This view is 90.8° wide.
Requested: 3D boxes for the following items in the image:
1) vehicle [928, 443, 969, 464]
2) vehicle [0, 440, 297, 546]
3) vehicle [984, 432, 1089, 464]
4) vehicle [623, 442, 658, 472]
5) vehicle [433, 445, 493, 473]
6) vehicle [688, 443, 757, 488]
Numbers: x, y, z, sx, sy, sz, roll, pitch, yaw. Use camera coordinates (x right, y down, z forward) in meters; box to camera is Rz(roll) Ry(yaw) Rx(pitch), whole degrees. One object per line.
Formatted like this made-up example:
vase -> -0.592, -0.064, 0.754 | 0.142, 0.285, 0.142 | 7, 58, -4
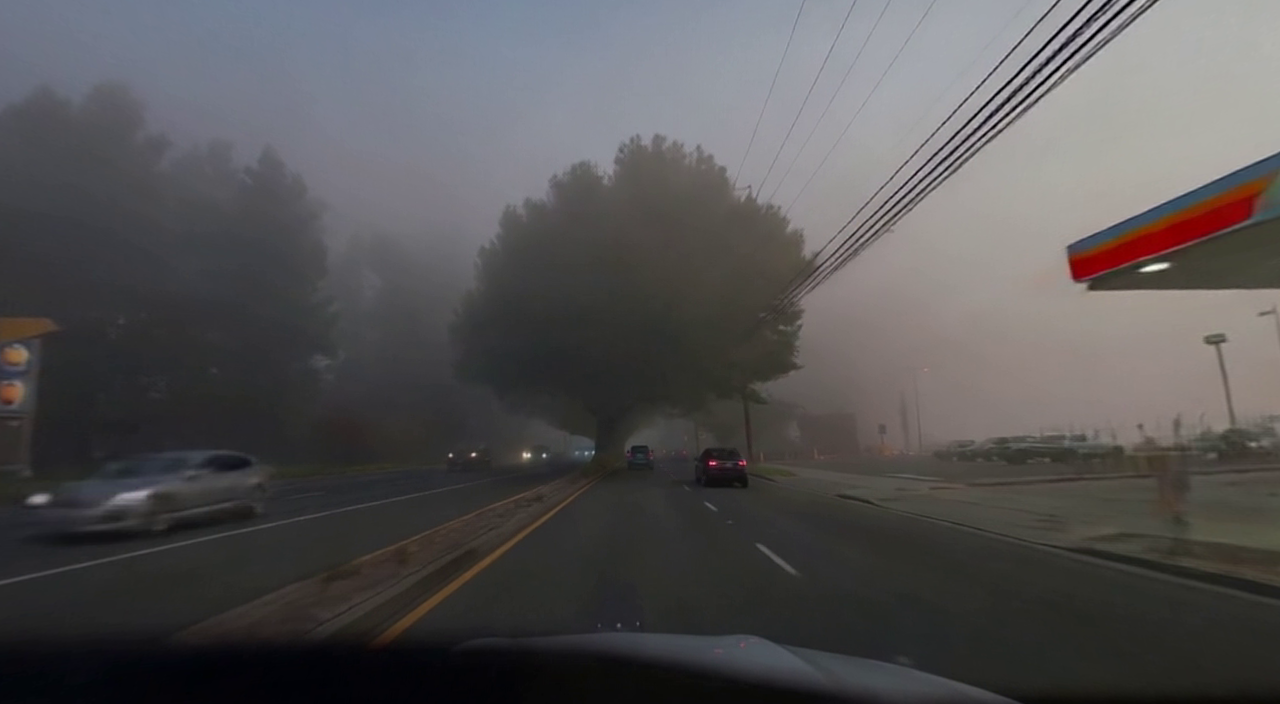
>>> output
vehicle -> 24.417, 7.954, 49.848 | 2.071, 1.528, 4.644 | -6, -10, 35
vehicle -> -8.400, 2.350, 11.308 | 1.953, 1.470, 4.522 | -1, -8, 0
vehicle -> 23.082, 5.600, 36.979 | 2.187, 1.757, 4.663 | 3, -9, -22
vehicle -> -0.001, 6.700, 40.525 | 2.163, 1.825, 4.073 | 0, -8, -1
vehicle -> -11.869, 7.216, 42.894 | 2.383, 1.725, 5.760 | -1, -8, 0
vehicle -> 3.152, 4.413, 24.993 | 1.990, 1.592, 4.294 | 0, -8, -2
